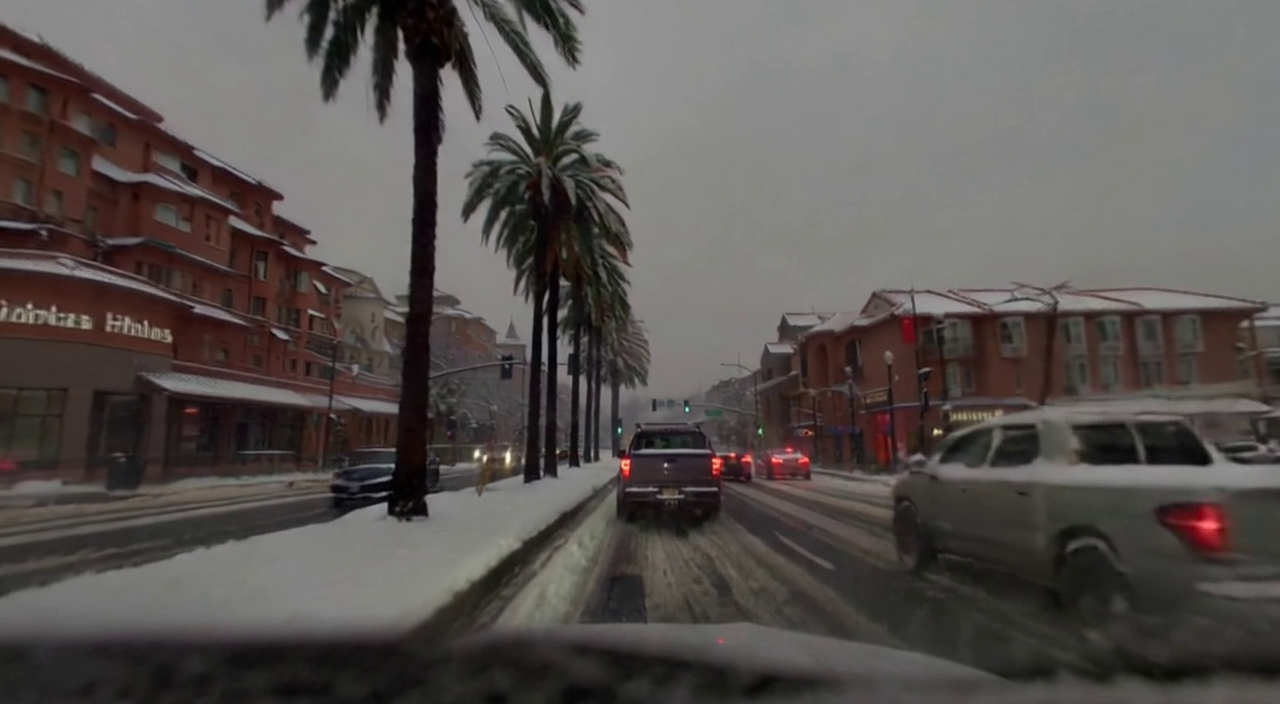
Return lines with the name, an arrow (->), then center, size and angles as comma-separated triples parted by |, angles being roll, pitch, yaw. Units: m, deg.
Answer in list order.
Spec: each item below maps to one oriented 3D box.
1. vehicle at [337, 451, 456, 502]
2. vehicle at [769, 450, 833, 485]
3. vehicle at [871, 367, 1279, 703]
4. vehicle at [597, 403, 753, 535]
vehicle -> -8.021, 4.109, 21.326 | 2.061, 1.496, 4.600 | -1, -9, 2
vehicle -> 7.675, 5.512, 30.485 | 1.958, 1.523, 4.553 | 0, -9, 1
vehicle -> 4.047, 1.297, 5.445 | 2.283, 1.738, 4.916 | 0, -9, 1
vehicle -> 0.608, 2.303, 12.966 | 2.487, 2.115, 5.444 | 0, -9, 1
